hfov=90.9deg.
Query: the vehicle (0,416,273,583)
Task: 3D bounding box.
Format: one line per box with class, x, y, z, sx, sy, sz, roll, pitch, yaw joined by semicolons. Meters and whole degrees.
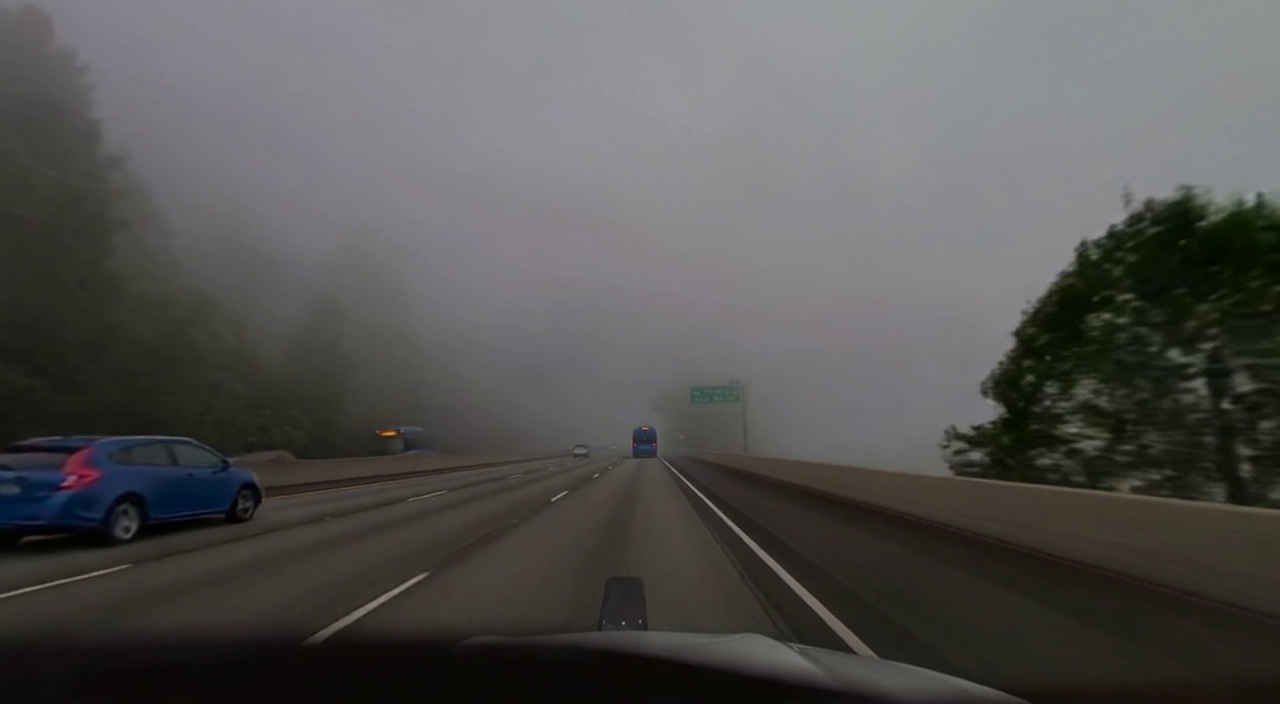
vehicle;-7.507;1.826;8.661;2.080;1.674;4.660;0;-8;1
